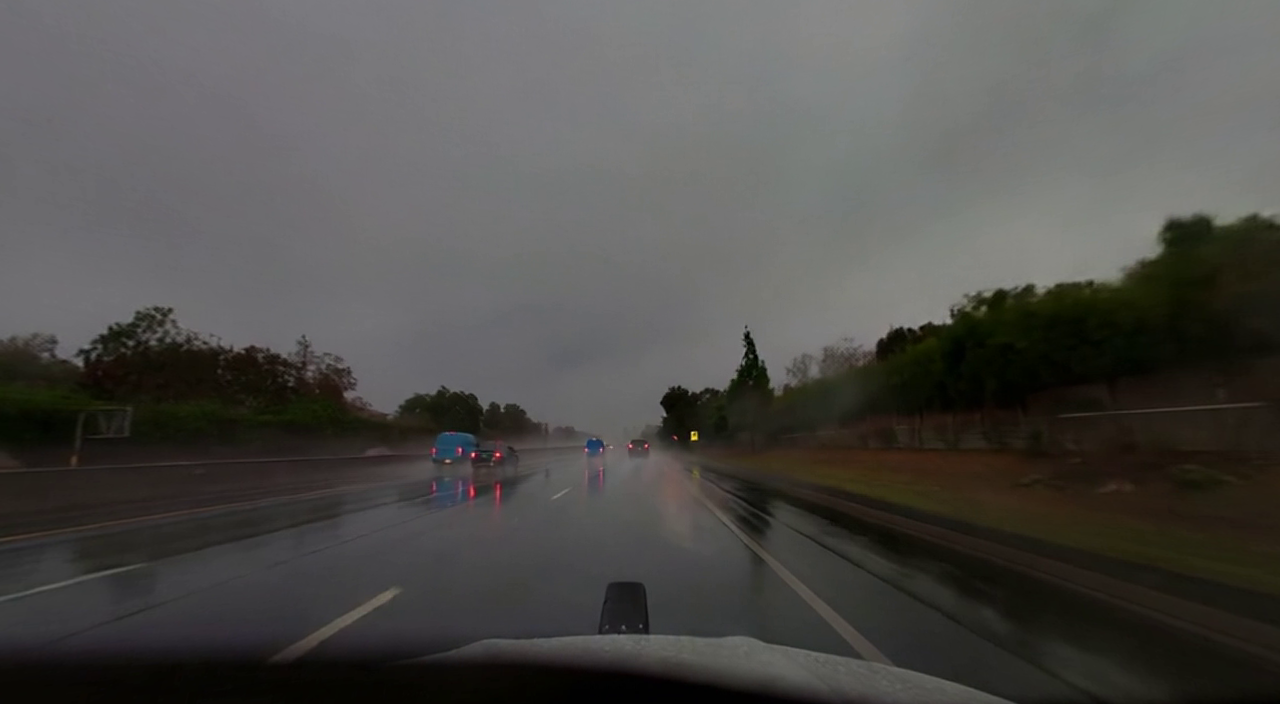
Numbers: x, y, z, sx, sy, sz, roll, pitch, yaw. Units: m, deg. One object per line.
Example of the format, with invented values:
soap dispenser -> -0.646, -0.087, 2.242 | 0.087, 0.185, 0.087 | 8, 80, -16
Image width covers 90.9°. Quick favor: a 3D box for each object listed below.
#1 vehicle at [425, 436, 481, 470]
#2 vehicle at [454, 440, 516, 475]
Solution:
vehicle -> -11.087, 6.012, 37.735 | 1.977, 1.870, 4.525 | 0, -8, 0
vehicle -> -7.586, 5.207, 31.322 | 2.014, 1.598, 4.015 | 0, -8, 1
